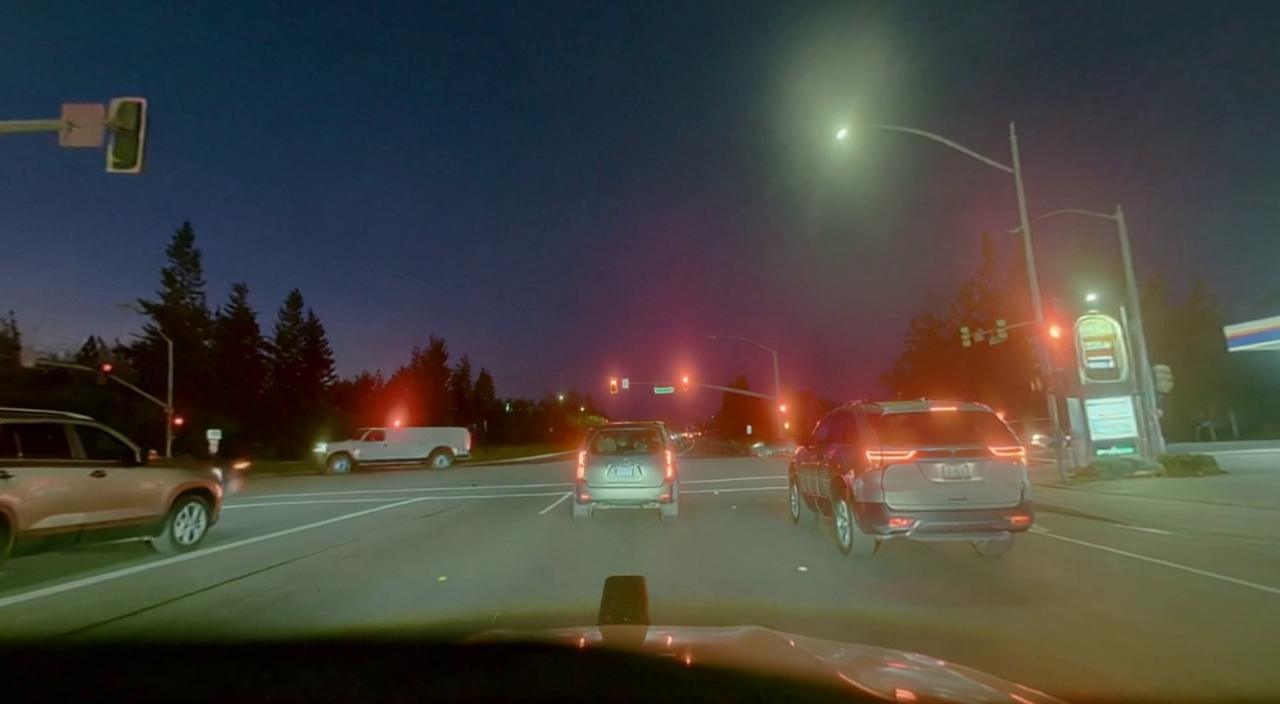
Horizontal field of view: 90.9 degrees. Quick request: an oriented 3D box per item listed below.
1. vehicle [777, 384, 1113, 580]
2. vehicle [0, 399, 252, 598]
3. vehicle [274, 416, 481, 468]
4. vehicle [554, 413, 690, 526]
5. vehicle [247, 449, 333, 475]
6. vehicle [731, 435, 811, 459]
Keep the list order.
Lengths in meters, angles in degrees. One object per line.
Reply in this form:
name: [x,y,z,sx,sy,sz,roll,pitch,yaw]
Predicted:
vehicle: [3.251,1.497,7.985,2.083,1.779,4.347,0,-8,0]
vehicle: [-6.744,1.465,6.684,2.011,1.774,4.866,0,-8,2]
vehicle: [-17.587,6.155,43.059,12.640,3.321,2.995,0,-8,-3]
vehicle: [-0.260,2.078,11.632,2.067,1.702,3.987,0,-8,0]
vehicle: [-21.512,6.746,38.864,4.149,1.527,1.800,0,-8,-3]
vehicle: [8.389,6.090,40.470,4.669,1.469,1.855,0,-8,-3]
